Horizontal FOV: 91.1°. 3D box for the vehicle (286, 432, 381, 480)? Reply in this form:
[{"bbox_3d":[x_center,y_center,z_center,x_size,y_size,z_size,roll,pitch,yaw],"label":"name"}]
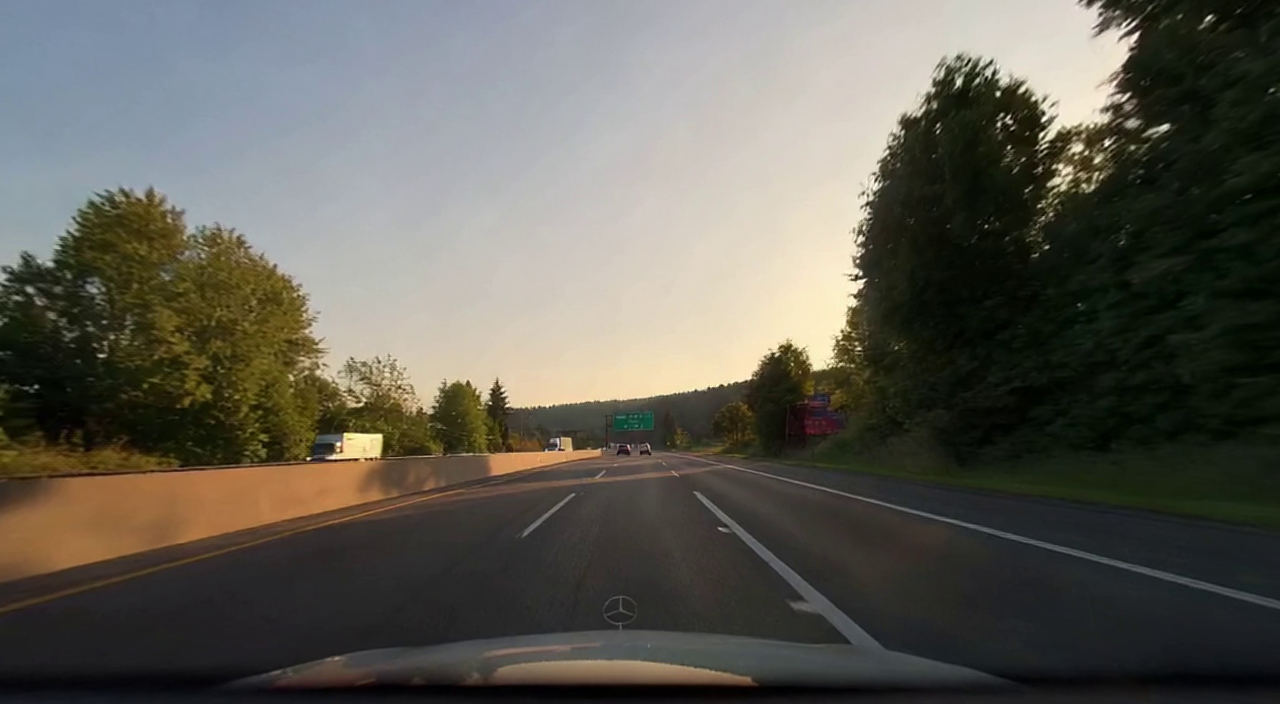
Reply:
[{"bbox_3d":[-19.672,6.733,40.917,2.676,2.841,6.852,-1,-9,0],"label":"vehicle"}]
